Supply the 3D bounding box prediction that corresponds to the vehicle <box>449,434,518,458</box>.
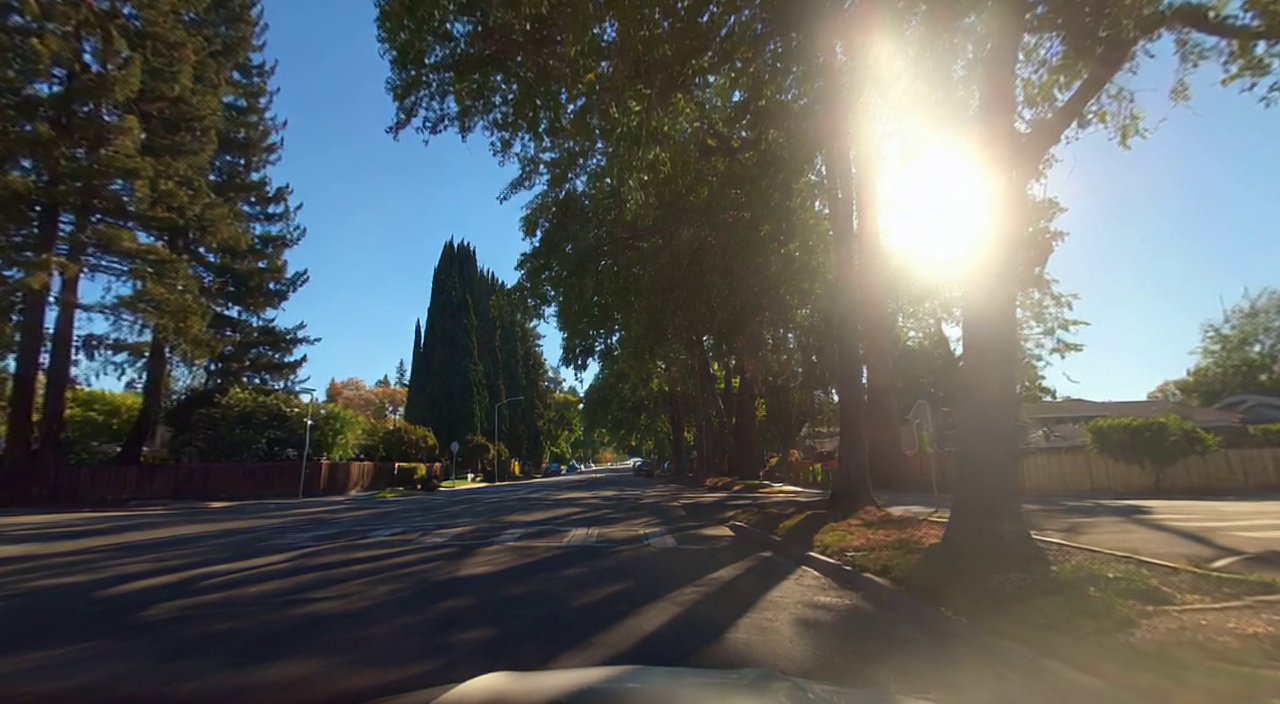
[{"bbox_3d":[-11.683,7.062,47.301,4.622,1.782,1.836,0,-8,1],"label":"vehicle"}]
